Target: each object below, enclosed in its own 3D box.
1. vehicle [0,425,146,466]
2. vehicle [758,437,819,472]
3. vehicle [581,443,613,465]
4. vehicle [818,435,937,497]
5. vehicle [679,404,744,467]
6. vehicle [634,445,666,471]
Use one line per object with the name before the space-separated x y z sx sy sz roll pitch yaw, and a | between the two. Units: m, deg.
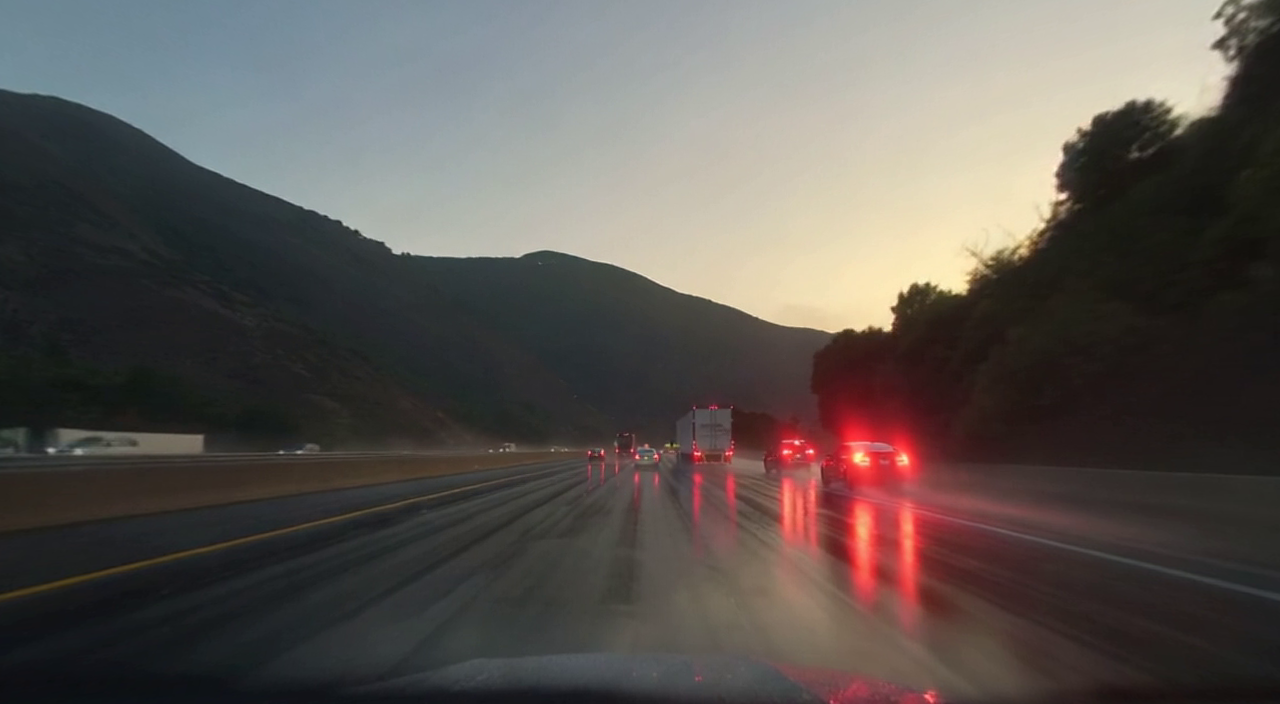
vehicle | -34.611 5.745 38.570 2.701 2.233 7.001 0 -9 3
vehicle | 7.947 5.543 34.232 2.143 1.775 4.729 0 -9 0
vehicle | -3.186 7.709 47.762 2.132 1.506 4.256 0 -9 0
vehicle | 7.188 3.470 19.628 2.044 1.676 4.421 0 -9 1
vehicle | 4.450 5.631 41.846 3.130 3.607 11.129 0 -9 1
vehicle | 0.578 6.409 38.359 1.866 1.492 3.932 0 -9 0
